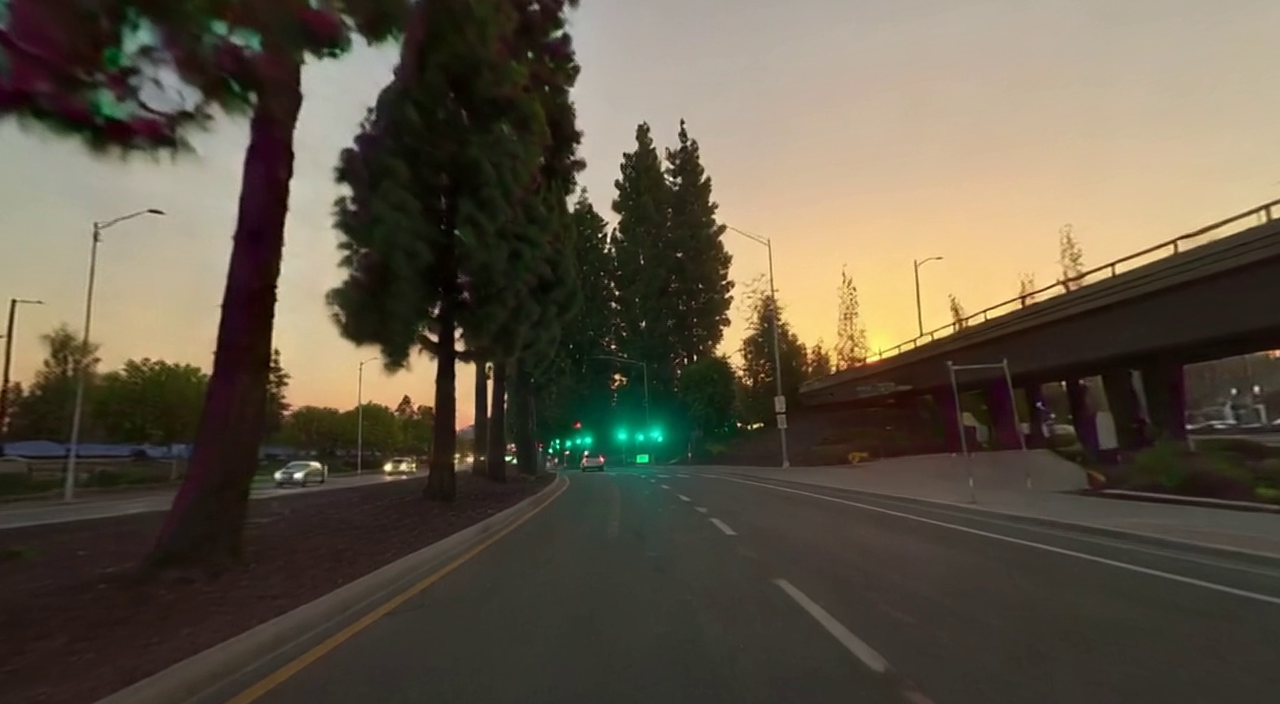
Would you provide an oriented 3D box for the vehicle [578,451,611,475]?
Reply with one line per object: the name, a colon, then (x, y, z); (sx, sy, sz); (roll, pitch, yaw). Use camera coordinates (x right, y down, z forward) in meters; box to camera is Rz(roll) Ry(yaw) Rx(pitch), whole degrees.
vehicle: (-3.559, 8.551, 48.713); (2.184, 1.713, 4.231); (1, -9, -8)
